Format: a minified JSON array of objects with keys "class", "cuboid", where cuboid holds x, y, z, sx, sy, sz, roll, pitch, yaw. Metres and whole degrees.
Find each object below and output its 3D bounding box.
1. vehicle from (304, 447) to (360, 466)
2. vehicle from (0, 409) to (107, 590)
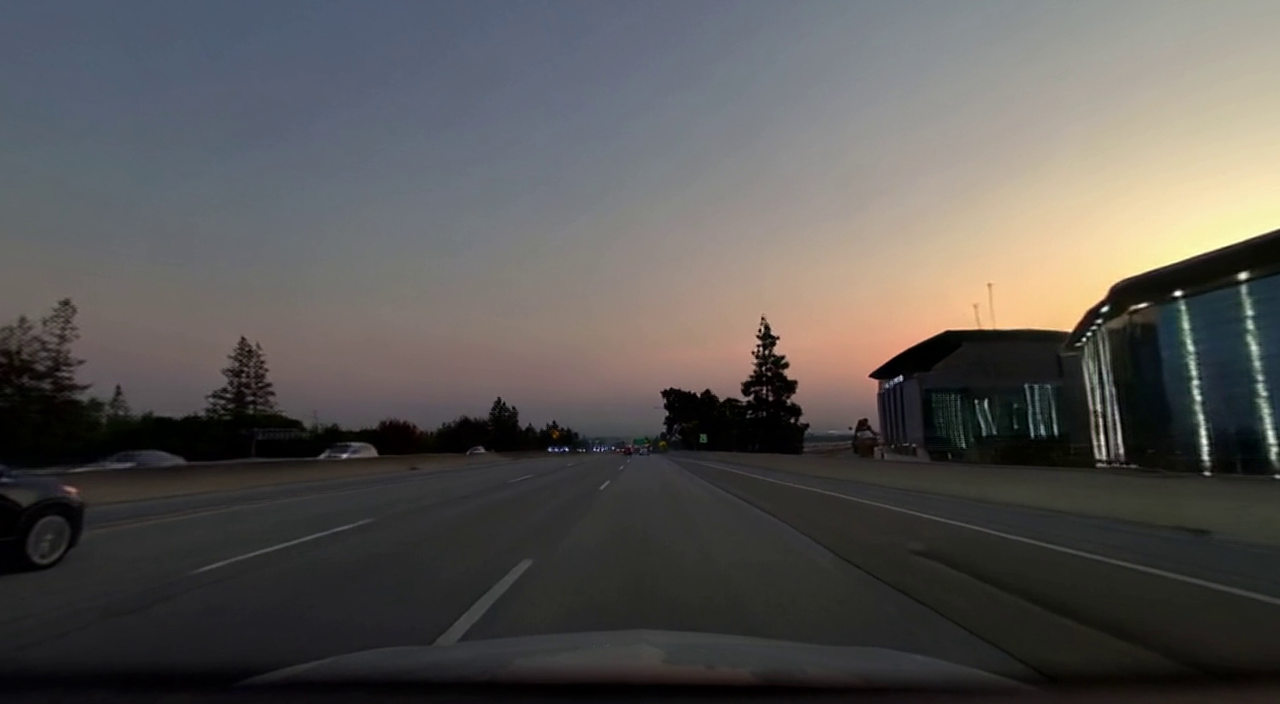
[{"class":"vehicle","cuboid":[-23.836,8.105,49.016,2.044,1.299,4.440,-1,-8,1]},{"class":"vehicle","cuboid":[-7.191,1.235,4.787,2.148,1.709,4.678,0,-8,0]}]
